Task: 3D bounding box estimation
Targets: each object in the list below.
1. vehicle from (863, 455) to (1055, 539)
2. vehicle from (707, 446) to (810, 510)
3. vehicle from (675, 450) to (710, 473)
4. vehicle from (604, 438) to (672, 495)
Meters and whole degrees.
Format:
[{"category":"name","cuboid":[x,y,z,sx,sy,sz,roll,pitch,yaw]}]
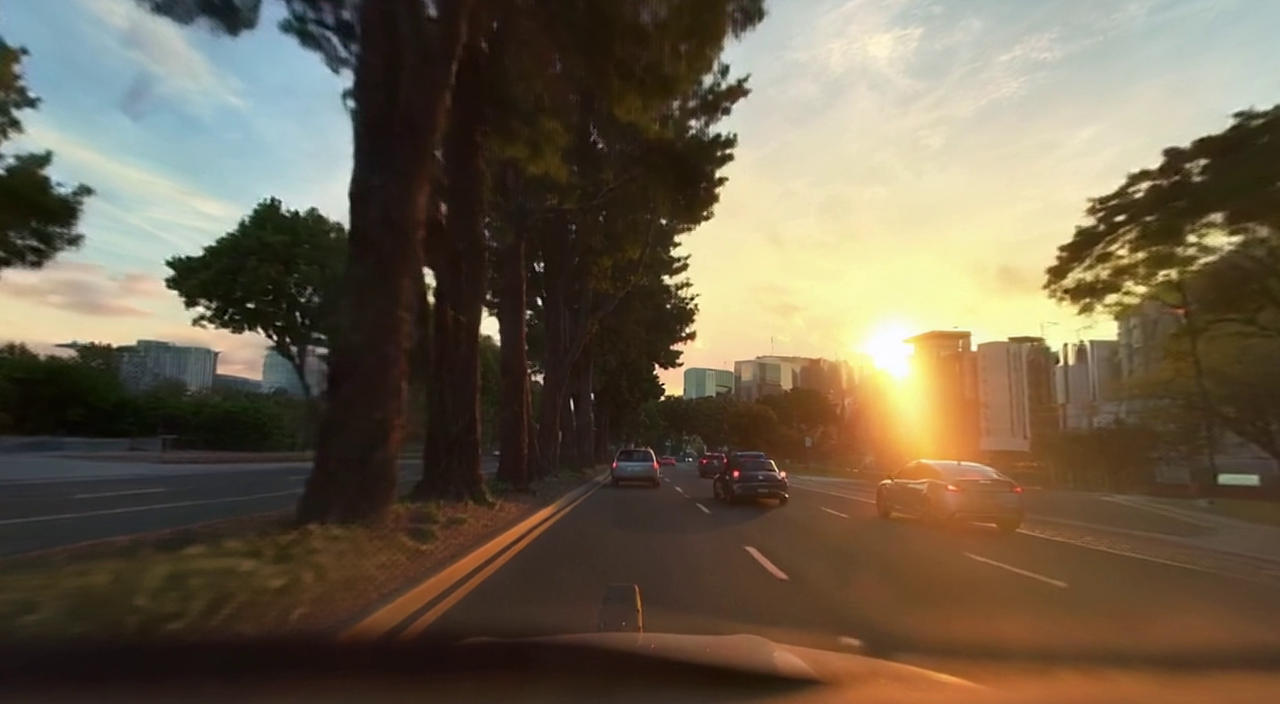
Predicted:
[{"category":"vehicle","cuboid":[6.711,3.055,13.849,1.944,1.458,4.268,0,-8,-1]},{"category":"vehicle","cuboid":[3.070,3.347,17.175,1.932,1.510,4.168,0,-8,-1]},{"category":"vehicle","cuboid":[3.568,7.517,43.252,2.012,1.462,4.163,0,-8,-1]},{"category":"vehicle","cuboid":[-0.062,3.733,20.832,2.008,1.674,4.239,0,-8,0]}]
